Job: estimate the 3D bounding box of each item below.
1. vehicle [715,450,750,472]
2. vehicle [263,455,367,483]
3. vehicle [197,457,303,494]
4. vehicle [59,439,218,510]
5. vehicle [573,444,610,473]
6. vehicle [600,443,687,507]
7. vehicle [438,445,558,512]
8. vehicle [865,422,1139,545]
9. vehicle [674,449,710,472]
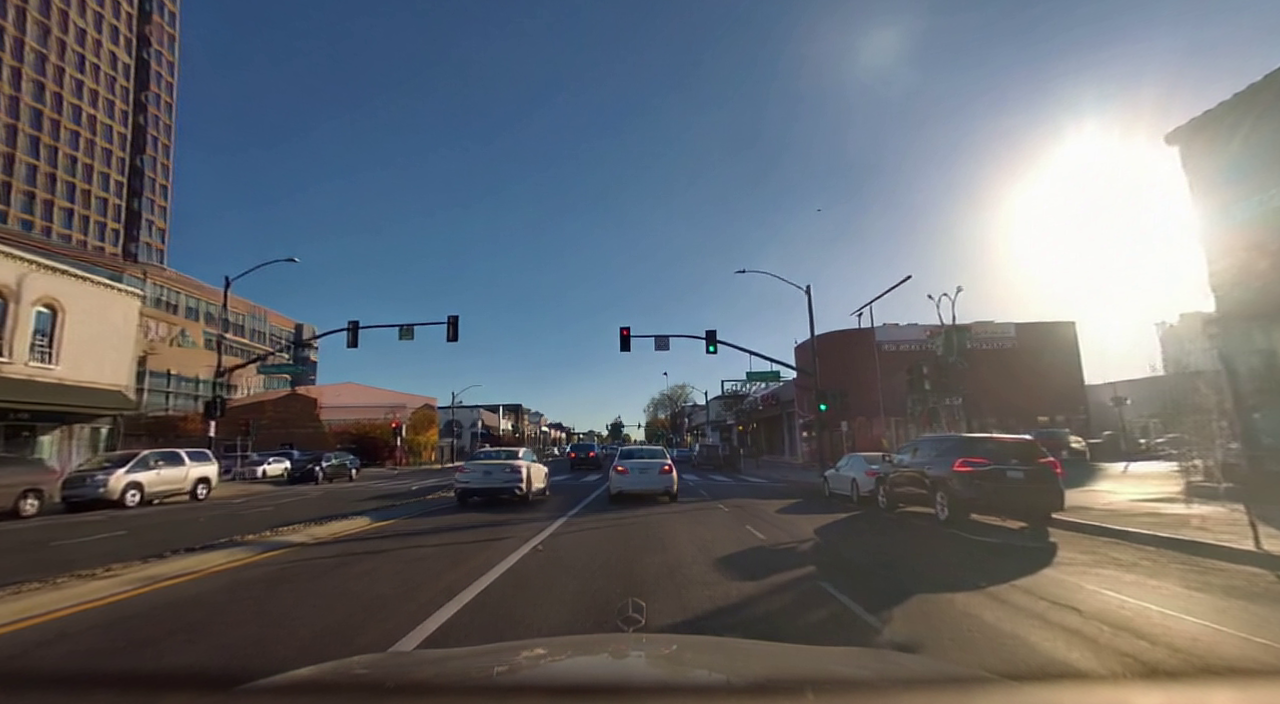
[{"bbox_3d":[6.840,8.112,47.083,1.944,1.462,4.406,0,-9,0],"label":"vehicle"},{"bbox_3d":[-18.994,6.812,36.885,5.163,1.510,2.174,-2,-9,15],"label":"vehicle"},{"bbox_3d":[-17.228,5.433,28.132,1.774,1.436,4.473,0,-9,1],"label":"vehicle"},{"bbox_3d":[-16.193,3.923,20.864,2.239,1.963,5.779,3,-9,-19],"label":"vehicle"},{"bbox_3d":[-3.057,6.825,40.492,2.007,1.736,4.185,0,-9,1],"label":"vehicle"},{"bbox_3d":[0.066,3.196,16.829,2.037,1.484,4.073,0,-9,0],"label":"vehicle"},{"bbox_3d":[-3.402,3.111,16.059,1.950,1.450,4.257,0,-9,2],"label":"vehicle"},{"bbox_3d":[6.529,2.431,12.430,2.289,1.867,5.322,0,-9,1],"label":"vehicle"},{"bbox_3d":[3.455,7.332,42.728,2.047,1.463,4.514,0,-9,0],"label":"vehicle"}]
